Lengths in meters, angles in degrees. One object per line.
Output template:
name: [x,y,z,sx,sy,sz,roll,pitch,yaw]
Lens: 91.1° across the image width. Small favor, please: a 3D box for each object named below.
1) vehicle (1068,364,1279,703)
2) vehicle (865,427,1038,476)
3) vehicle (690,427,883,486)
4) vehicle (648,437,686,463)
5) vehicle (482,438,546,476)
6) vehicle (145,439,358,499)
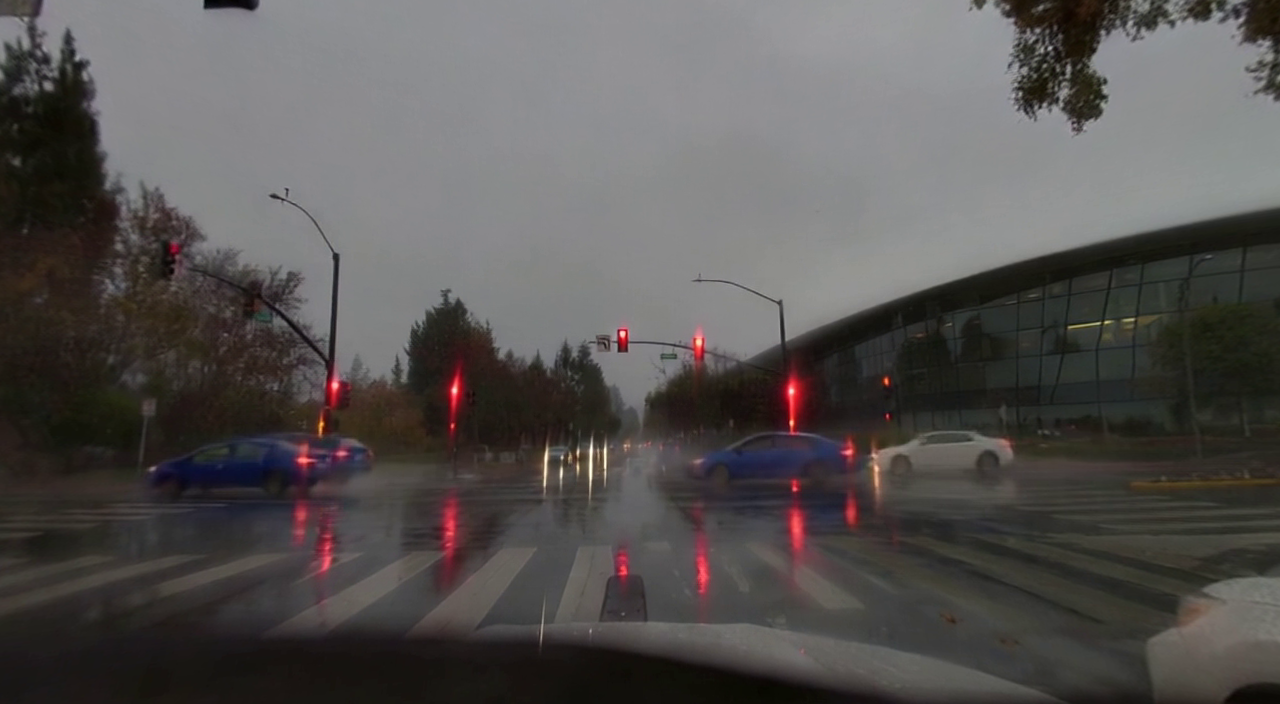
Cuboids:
vehicle: [2.884,0.675,0.832,1.947,1.576,3.825,0,-8,1]
vehicle: [10.006,3.230,20.460,4.623,1.477,1.884,0,-8,0]
vehicle: [3.814,2.804,16.989,4.723,1.484,1.883,0,-8,0]
vehicle: [1.787,6.664,42.774,2.053,1.625,4.551,0,-8,-4]
vehicle: [-5.955,5.022,30.284,2.115,1.690,4.322,-1,-8,1]
vehicle: [-10.254,3.100,16.840,4.464,1.472,1.867,0,-8,0]
